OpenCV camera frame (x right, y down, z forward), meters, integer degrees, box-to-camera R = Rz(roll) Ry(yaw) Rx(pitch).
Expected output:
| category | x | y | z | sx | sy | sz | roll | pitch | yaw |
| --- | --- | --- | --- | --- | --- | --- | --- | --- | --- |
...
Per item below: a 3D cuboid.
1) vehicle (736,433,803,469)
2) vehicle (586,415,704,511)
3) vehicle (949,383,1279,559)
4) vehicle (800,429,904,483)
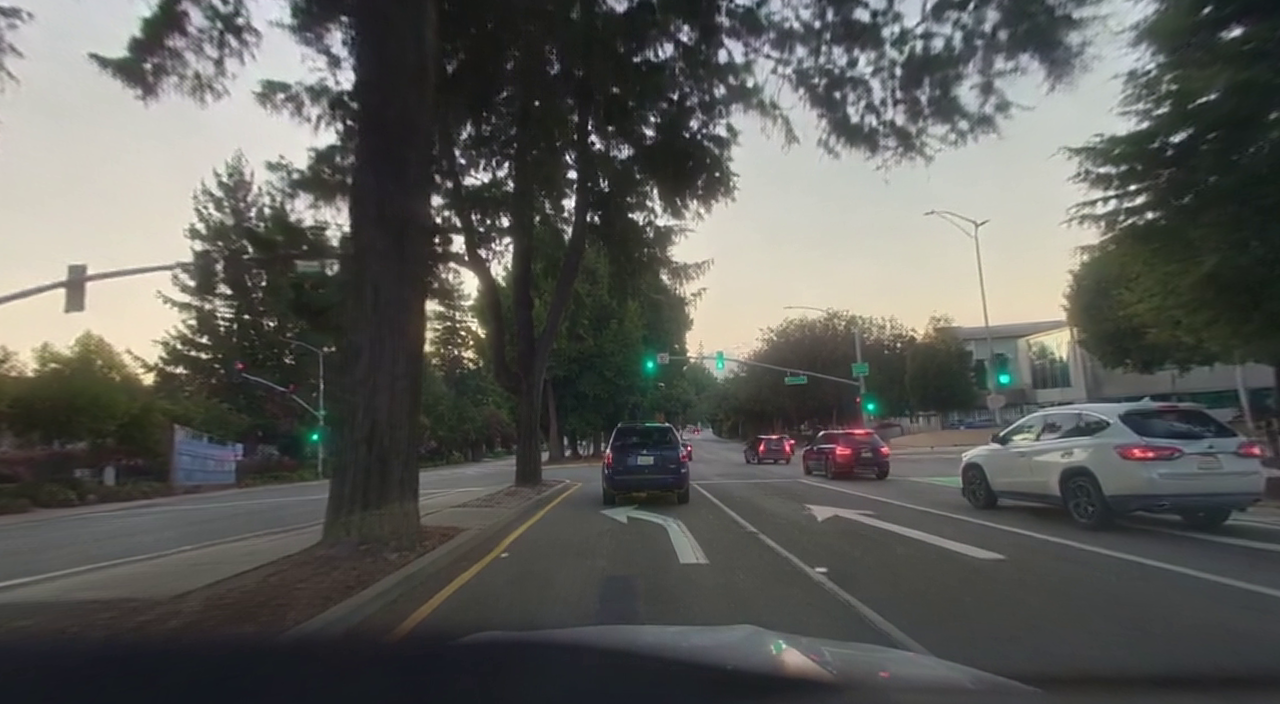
| category | x | y | z | sx | sy | sz | roll | pitch | yaw |
| --- | --- | --- | --- | --- | --- | --- | --- | --- | --- |
| vehicle | 6.864 | 5.361 | 34.165 | 2.440 | 1.775 | 4.791 | 0 | -9 | -2 |
| vehicle | 0.061 | 2.527 | 14.777 | 2.353 | 1.894 | 4.122 | 0 | -9 | -1 |
| vehicle | 7.127 | 1.668 | 9.479 | 2.251 | 1.873 | 5.346 | 0 | -9 | 0 |
| vehicle | 7.103 | 3.536 | 21.664 | 2.025 | 1.642 | 4.189 | 0 | -9 | -1 |
